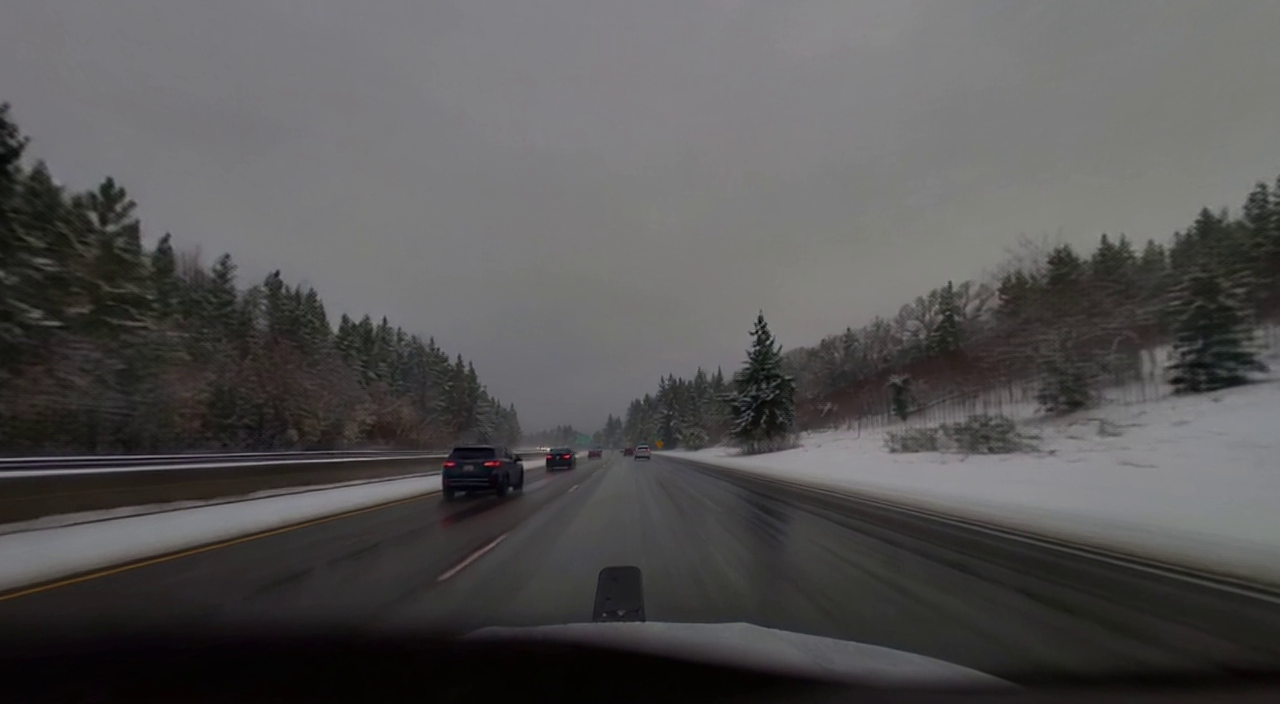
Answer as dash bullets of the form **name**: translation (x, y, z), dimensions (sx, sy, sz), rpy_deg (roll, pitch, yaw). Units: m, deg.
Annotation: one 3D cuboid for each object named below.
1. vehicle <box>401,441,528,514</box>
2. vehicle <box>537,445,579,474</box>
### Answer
- **vehicle**: translation (-3.965, 2.881, 14.986), dimensions (1.897, 1.481, 3.859), rpy_deg (0, -8, 0)
- **vehicle**: translation (-4.599, 6.099, 35.996), dimensions (1.838, 1.508, 4.317), rpy_deg (0, -8, 0)
